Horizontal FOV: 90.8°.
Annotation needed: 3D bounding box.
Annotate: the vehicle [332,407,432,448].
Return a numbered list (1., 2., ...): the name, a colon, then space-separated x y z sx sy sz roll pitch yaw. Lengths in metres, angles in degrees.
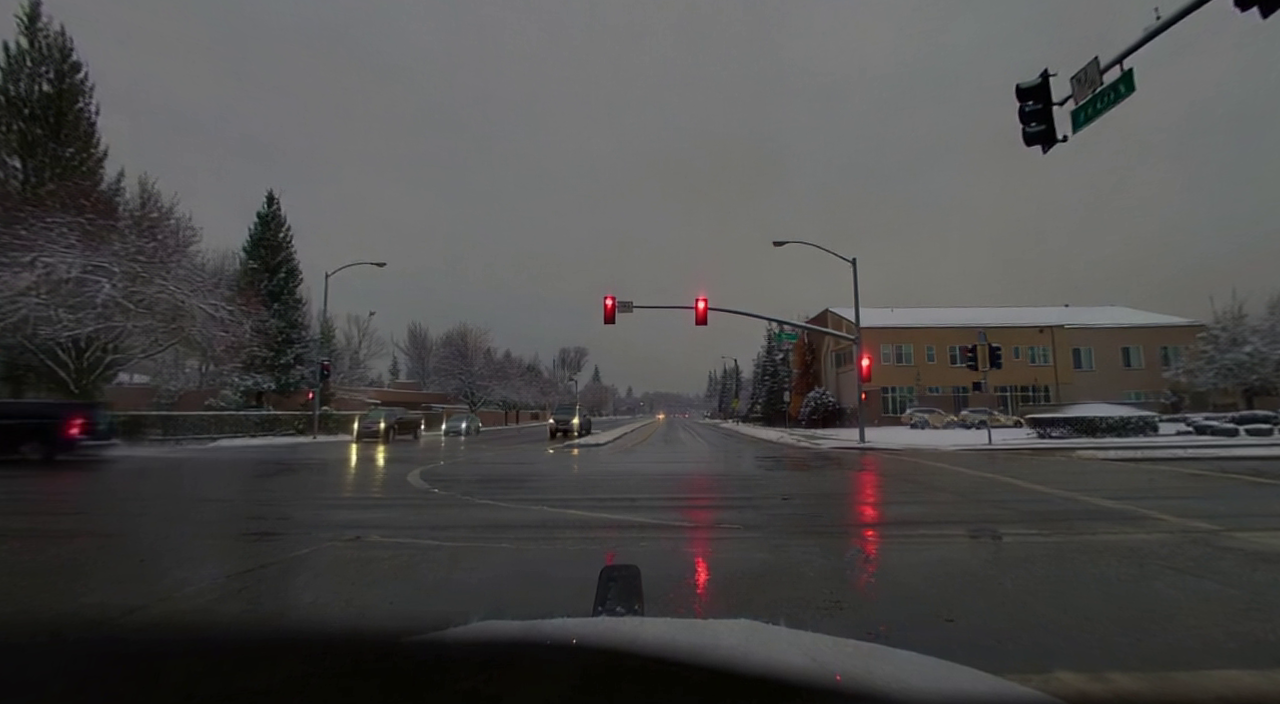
1. vehicle: -12.713 3.848 31.595 2.340 1.902 4.920 -2 -9 9

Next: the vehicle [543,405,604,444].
1. vehicle: -3.446 3.980 33.873 2.306 1.907 5.382 -1 -8 4

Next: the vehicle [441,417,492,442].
1. vehicle: -11.235 5.116 41.164 1.899 1.510 4.294 -1 -8 3

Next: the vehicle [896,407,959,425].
1. vehicle: 22.003 4.933 48.440 3.933 1.219 1.700 -1 -9 3

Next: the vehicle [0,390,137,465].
1. vehicle: -17.201 2.068 17.067 5.383 1.870 2.203 -1 -9 3
